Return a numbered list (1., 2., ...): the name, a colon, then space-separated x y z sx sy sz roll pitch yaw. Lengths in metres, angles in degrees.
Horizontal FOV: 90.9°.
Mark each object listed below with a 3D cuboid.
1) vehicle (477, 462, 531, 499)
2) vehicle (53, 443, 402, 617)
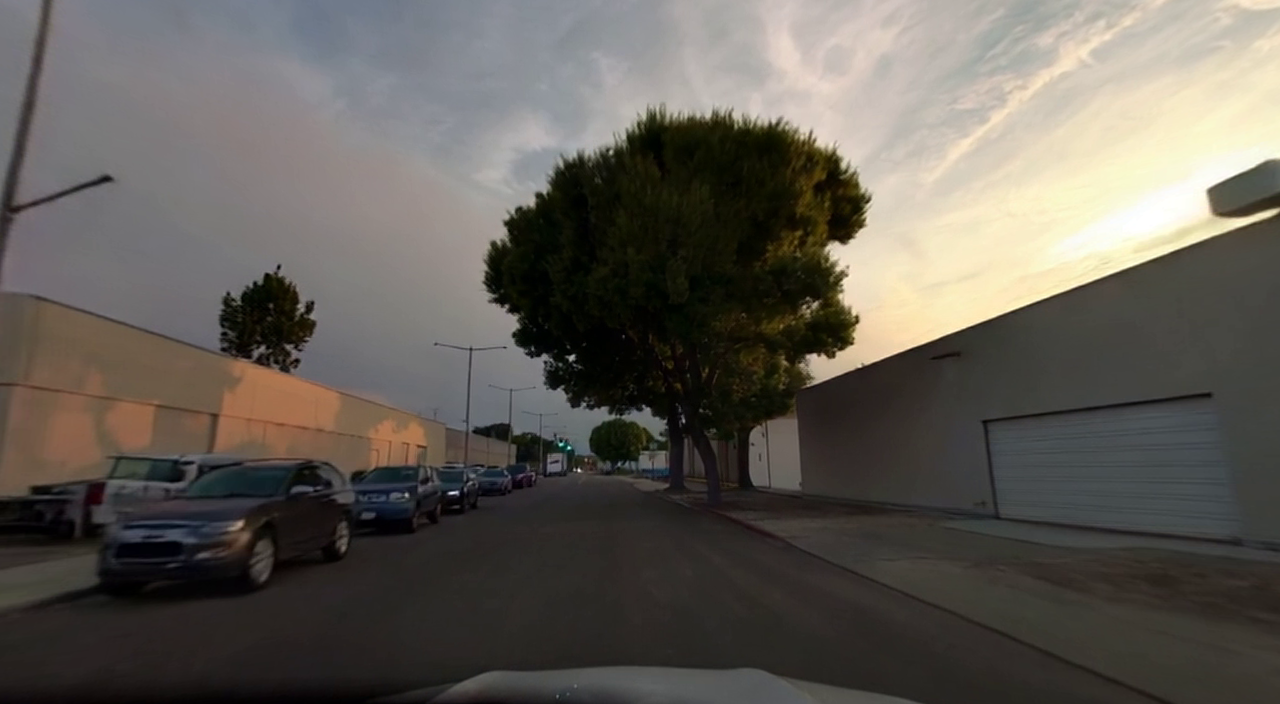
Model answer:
1. vehicle: -6.503 6.225 30.601 1.882 1.606 4.191 1 -11 -3
2. vehicle: -4.883 2.101 8.433 1.886 1.640 4.311 3 -9 -3
